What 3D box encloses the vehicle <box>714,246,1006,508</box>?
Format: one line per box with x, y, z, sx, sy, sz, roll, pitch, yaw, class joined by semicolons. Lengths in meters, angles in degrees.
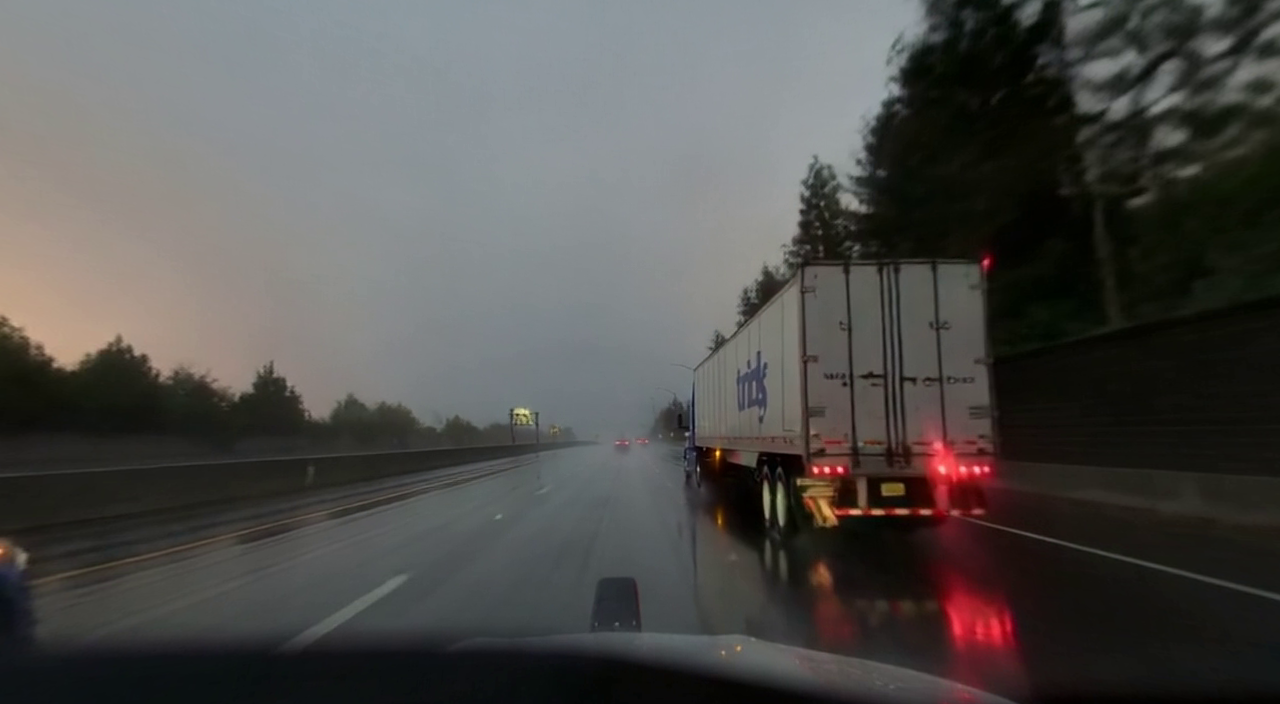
4.018;1.172;16.279;2.850;3.894;13.987;0;-7;1;vehicle
